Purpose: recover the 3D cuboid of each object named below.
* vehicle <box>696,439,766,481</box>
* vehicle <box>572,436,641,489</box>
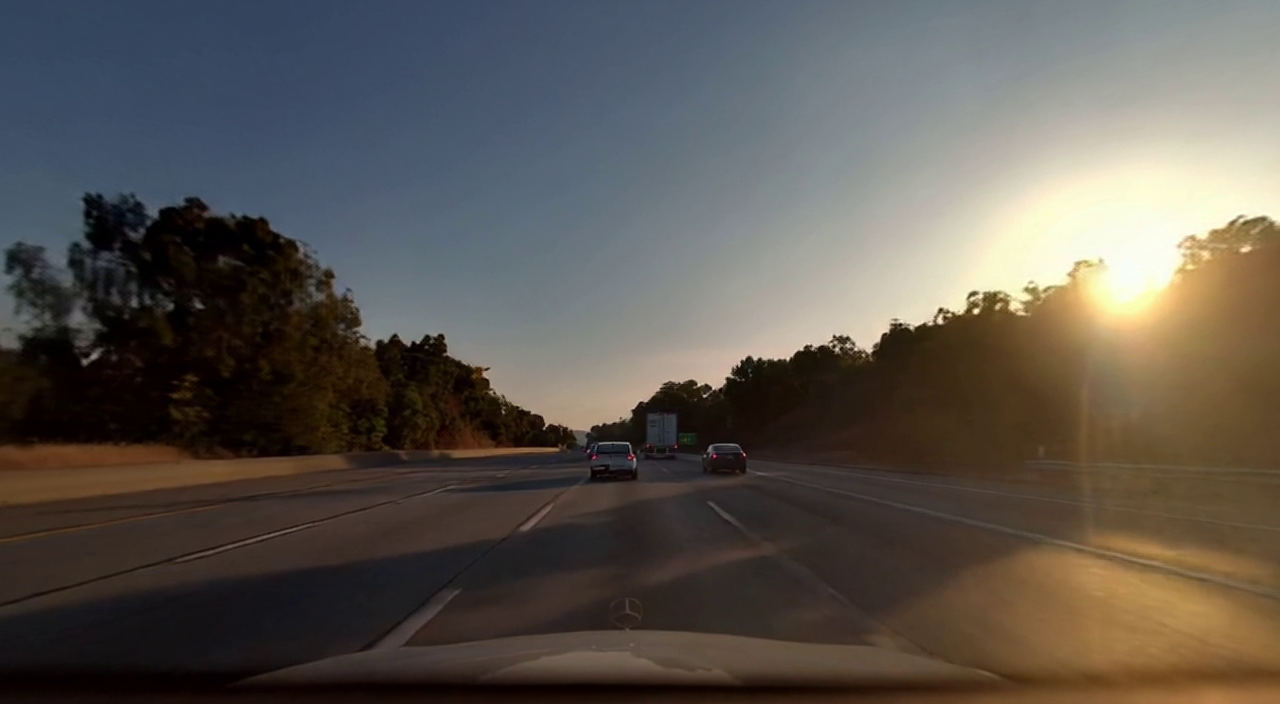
[{"bbox_3d":[3.428,4.155,24.591,1.971,1.472,4.301,0,-9,-2],"label":"vehicle"},{"bbox_3d":[-0.977,3.556,20.561,2.020,1.516,3.951,-1,-9,0],"label":"vehicle"}]
